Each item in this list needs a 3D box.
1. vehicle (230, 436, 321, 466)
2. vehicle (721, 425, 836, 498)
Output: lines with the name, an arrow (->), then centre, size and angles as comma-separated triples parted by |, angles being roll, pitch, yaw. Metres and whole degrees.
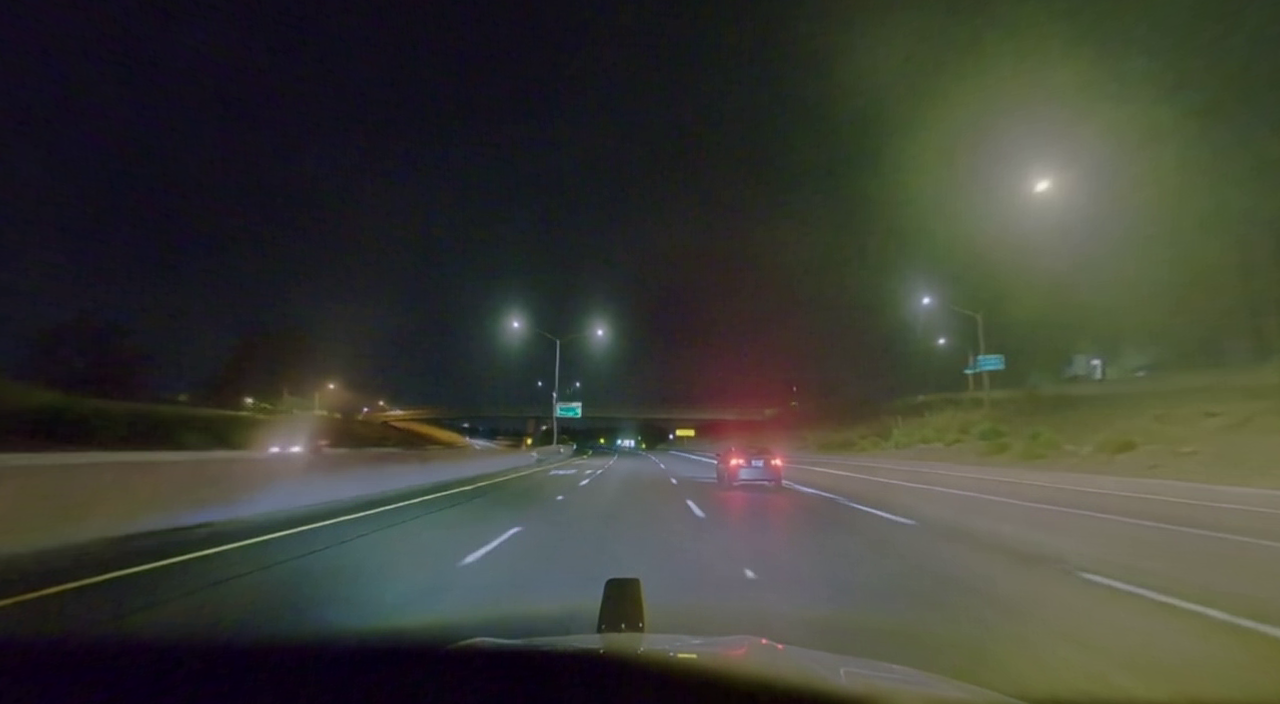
vehicle -> -18.857, 5.138, 32.922 | 2.120, 1.433, 4.540 | -1, -8, -1
vehicle -> 3.543, 2.912, 17.162 | 2.039, 1.701, 4.834 | 0, -8, 0
